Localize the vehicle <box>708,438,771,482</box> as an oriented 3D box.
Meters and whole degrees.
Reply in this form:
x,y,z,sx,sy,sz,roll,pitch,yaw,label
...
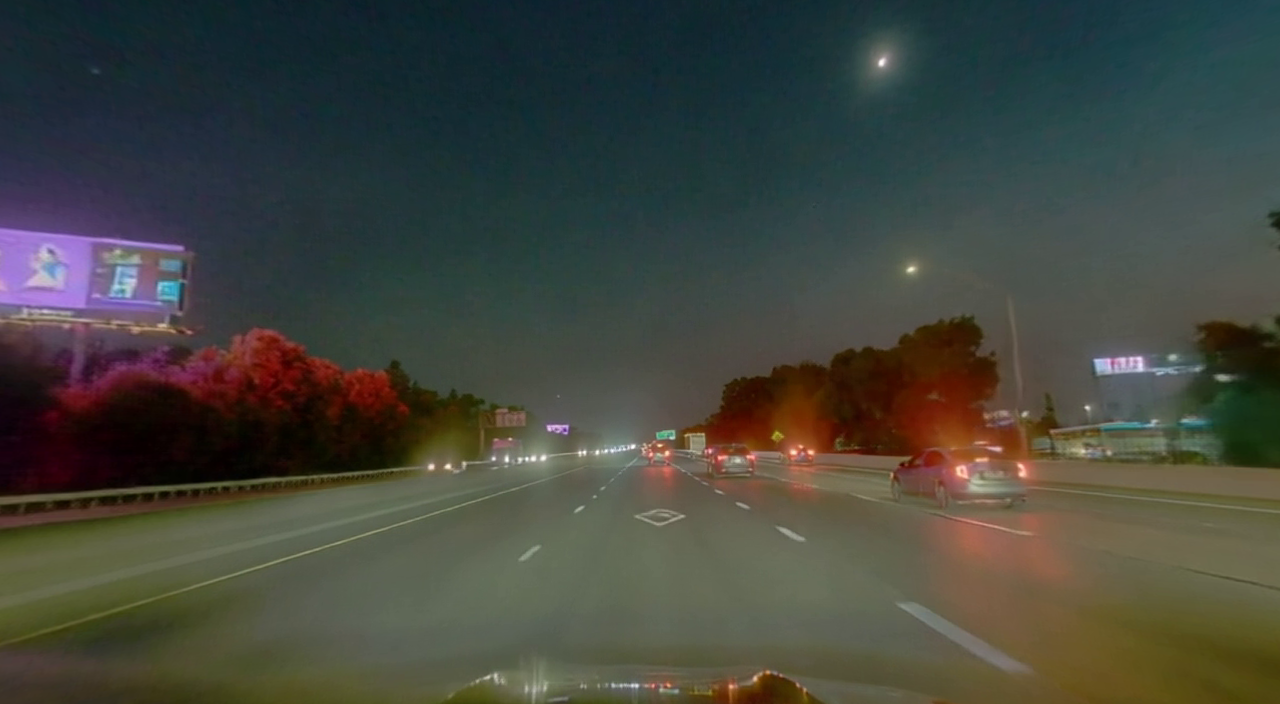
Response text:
x,y,z,sx,sy,sz,roll,pitch,yaw,label
4.546,4.985,29.542,2.075,1.845,4.667,0,-8,-1,vehicle

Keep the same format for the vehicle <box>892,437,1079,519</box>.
x,y,z,sx,sy,sz,roll,pitch,yaw,label
7.582,2.761,14.437,1.807,1.558,4.352,0,-8,0,vehicle

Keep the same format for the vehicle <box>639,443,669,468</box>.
x,y,z,sx,sy,sz,roll,pitch,yaw,label
1.012,7.817,47.872,2.145,1.832,4.004,0,-8,0,vehicle

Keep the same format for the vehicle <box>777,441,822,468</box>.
x,y,z,sx,sy,sz,roll,pitch,yaw,label
11.510,7.418,45.768,2.028,1.801,4.503,0,-8,-1,vehicle
